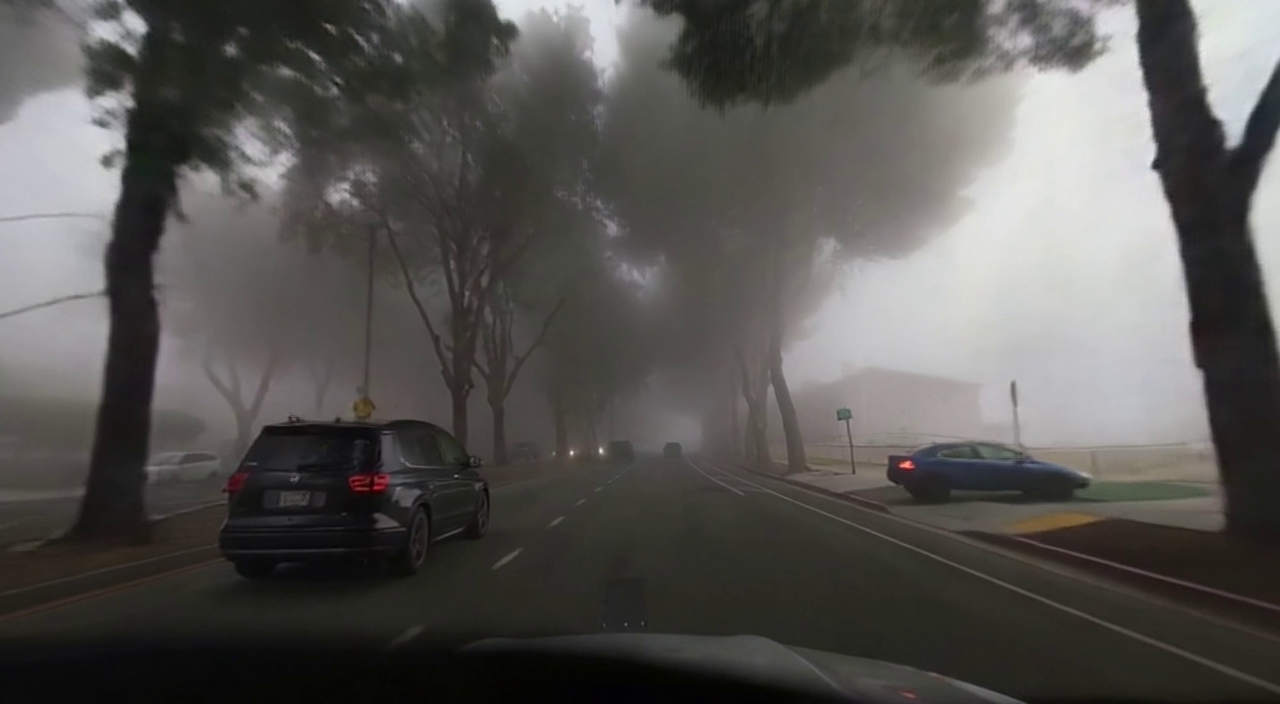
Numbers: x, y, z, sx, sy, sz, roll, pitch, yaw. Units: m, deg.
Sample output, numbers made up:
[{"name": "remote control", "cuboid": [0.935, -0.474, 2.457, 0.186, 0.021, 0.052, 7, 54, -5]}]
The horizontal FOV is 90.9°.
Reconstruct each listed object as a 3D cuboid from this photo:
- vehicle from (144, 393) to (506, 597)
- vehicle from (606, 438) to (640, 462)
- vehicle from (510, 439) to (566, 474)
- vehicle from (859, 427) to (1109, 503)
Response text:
[{"name": "vehicle", "cuboid": [-3.204, 1.553, 7.707, 2.123, 1.761, 4.322, 0, -8, 1]}, {"name": "vehicle", "cuboid": [-1.252, 7.676, 49.652, 2.255, 1.806, 4.710, -1, -8, 3]}, {"name": "vehicle", "cuboid": [-5.328, 5.503, 33.507, 1.985, 1.708, 4.310, -1, -8, 3]}, {"name": "vehicle", "cuboid": [8.055, 2.687, 15.307, 4.824, 1.646, 2.077, -2, -8, 10]}]
